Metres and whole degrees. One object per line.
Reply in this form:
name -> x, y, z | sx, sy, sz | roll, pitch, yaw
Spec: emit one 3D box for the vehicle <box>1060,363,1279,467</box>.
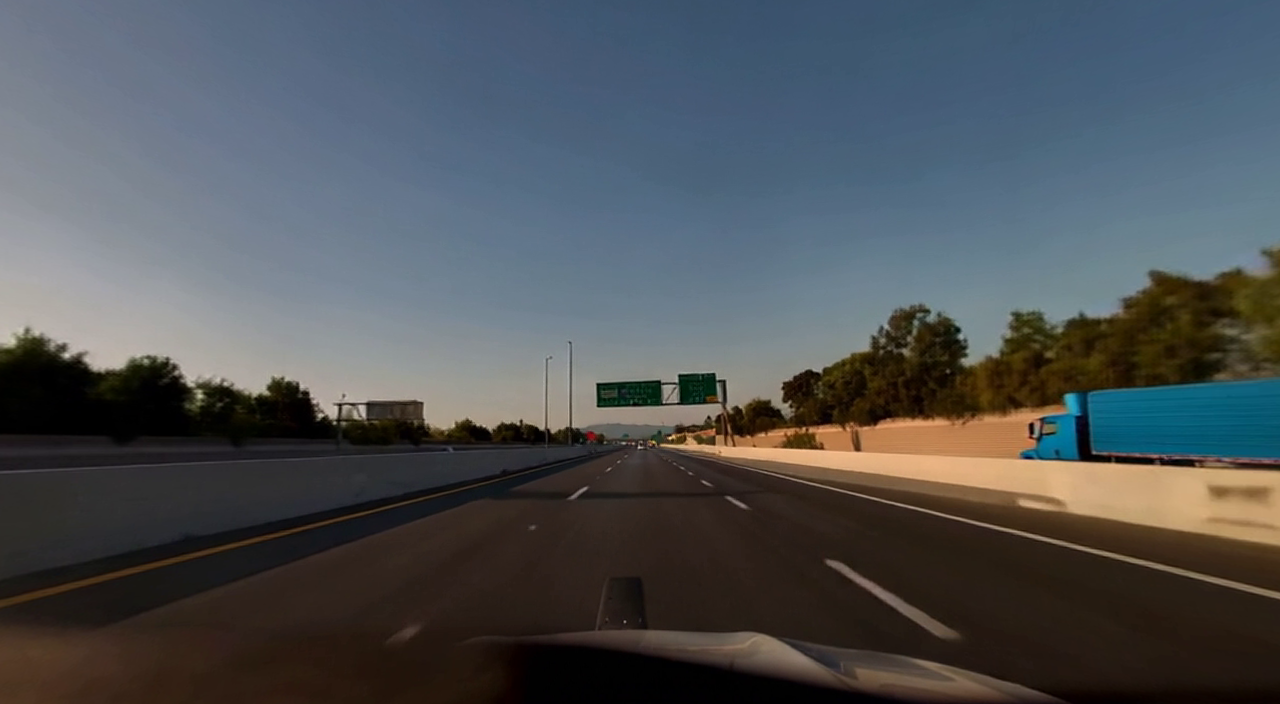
vehicle -> 25.853, 2.669, 25.992 | 2.836, 4.027, 14.280 | 4, -9, -27
